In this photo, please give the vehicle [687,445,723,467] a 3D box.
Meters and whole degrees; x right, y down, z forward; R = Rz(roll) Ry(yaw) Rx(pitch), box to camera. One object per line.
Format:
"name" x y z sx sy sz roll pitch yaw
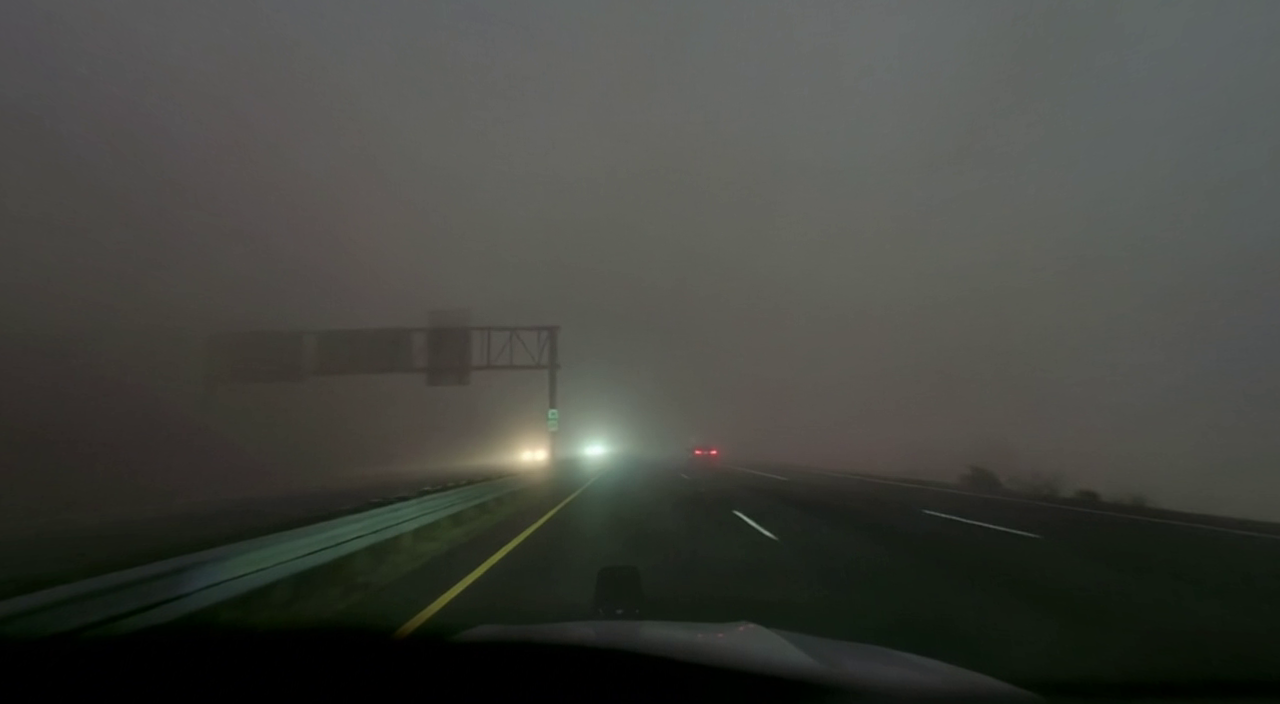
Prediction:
"vehicle" 4.287 6.890 41.787 1.923 1.408 3.835 0 -9 -1
